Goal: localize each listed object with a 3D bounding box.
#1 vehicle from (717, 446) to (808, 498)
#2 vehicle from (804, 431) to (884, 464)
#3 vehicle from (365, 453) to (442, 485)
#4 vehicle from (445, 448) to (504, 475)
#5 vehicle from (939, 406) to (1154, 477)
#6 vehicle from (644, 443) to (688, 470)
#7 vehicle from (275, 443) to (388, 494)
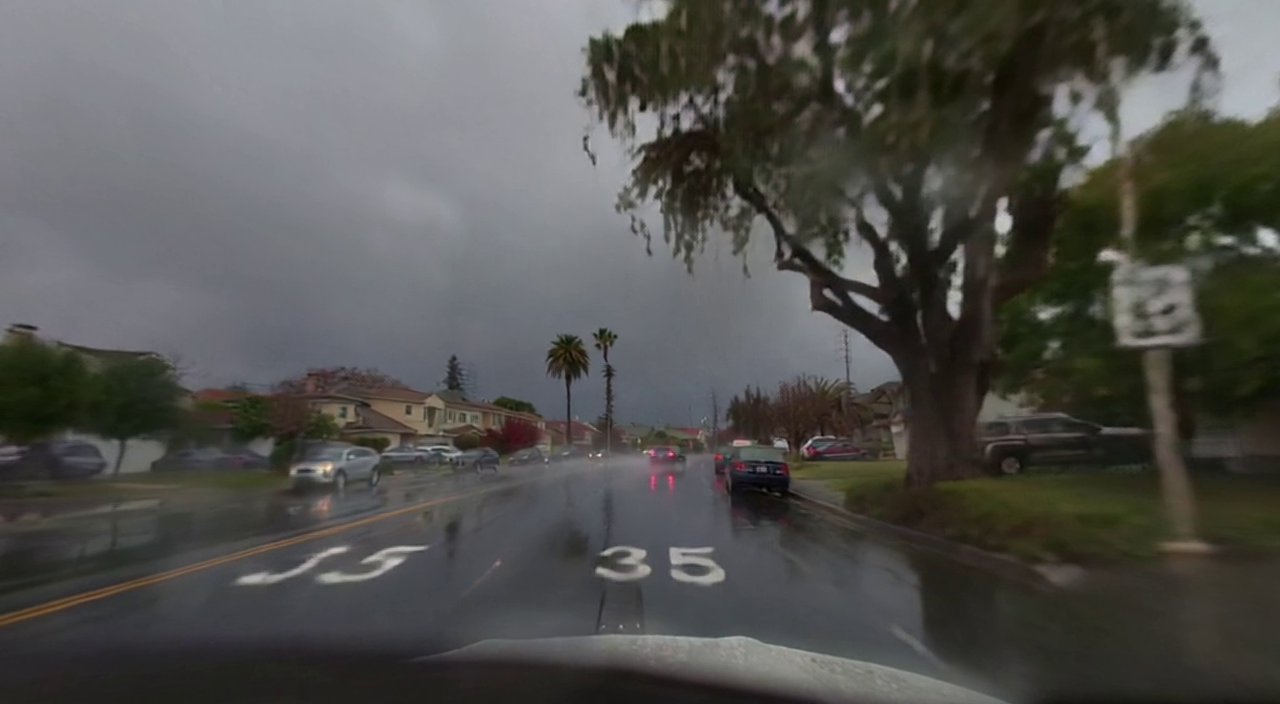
[{"bbox_3d":[3.662,3.661,19.766,2.037,1.425,4.621,0,-9,1],"label":"vehicle"},{"bbox_3d":[12.832,6.081,40.001,4.557,1.795,1.986,-5,-10,16],"label":"vehicle"},{"bbox_3d":[-12.540,6.190,33.793,1.866,1.501,4.681,-1,-9,7],"label":"vehicle"},{"bbox_3d":[-11.231,7.461,43.240,1.967,1.736,4.730,-2,-9,11],"label":"vehicle"},{"bbox_3d":[13.087,2.979,20.861,5.550,2.066,2.288,-5,-10,29],"label":"vehicle"},{"bbox_3d":[1.640,6.281,38.143,2.035,1.474,4.284,-2,-9,11],"label":"vehicle"},{"bbox_3d":[-13.194,5.008,27.475,2.131,1.902,4.924,-3,-9,5],"label":"vehicle"}]
